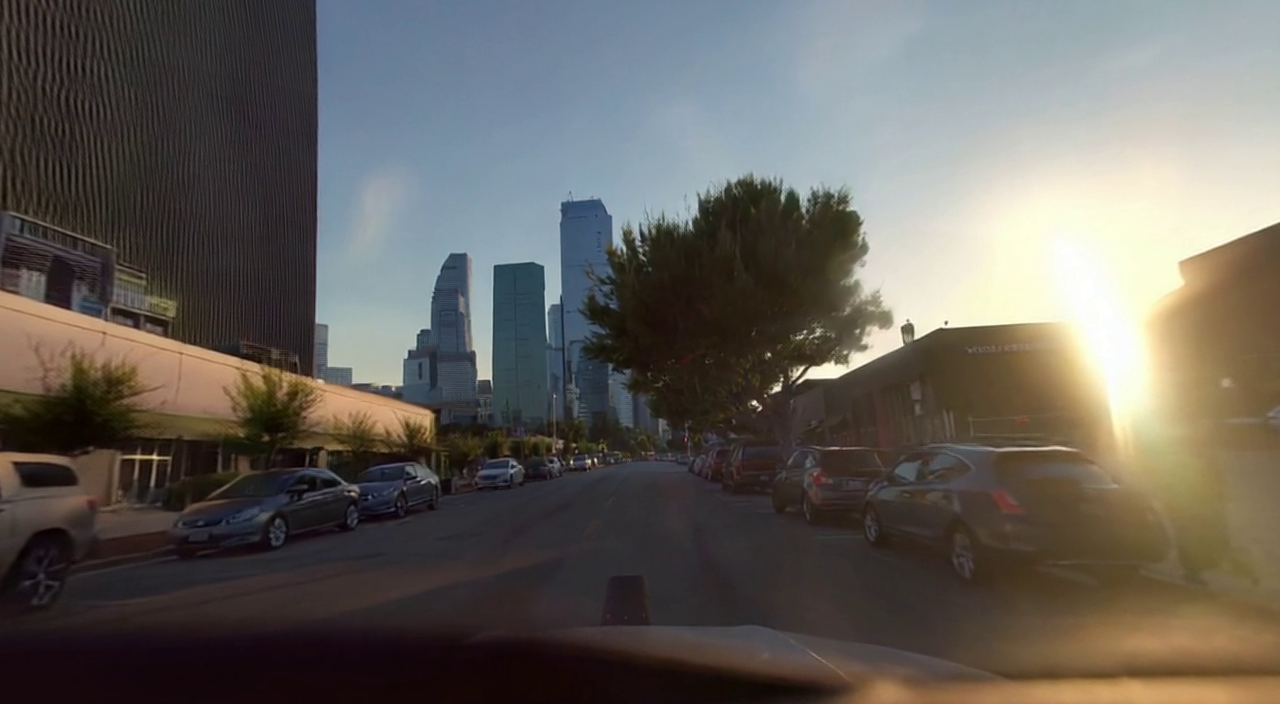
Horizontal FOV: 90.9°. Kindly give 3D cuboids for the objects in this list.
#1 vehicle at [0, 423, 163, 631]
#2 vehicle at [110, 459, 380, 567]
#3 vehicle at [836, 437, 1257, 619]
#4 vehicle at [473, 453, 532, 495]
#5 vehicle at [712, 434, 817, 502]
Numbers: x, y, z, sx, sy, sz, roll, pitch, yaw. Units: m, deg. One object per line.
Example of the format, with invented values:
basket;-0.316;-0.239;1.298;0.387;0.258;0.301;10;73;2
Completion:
vehicle;-7.000;1.591;5.438;2.238;1.891;4.780;-1;-7;-4
vehicle;-7.117;2.897;12.198;2.001;1.502;4.851;-1;-8;1
vehicle;4.192;1.854;7.800;1.973;1.494;4.867;0;-9;0
vehicle;-6.808;6.062;31.824;1.996;1.770;5.518;-1;-8;-2
vehicle;4.030;3.885;21.592;2.390;2.005;5.276;0;-9;-1
